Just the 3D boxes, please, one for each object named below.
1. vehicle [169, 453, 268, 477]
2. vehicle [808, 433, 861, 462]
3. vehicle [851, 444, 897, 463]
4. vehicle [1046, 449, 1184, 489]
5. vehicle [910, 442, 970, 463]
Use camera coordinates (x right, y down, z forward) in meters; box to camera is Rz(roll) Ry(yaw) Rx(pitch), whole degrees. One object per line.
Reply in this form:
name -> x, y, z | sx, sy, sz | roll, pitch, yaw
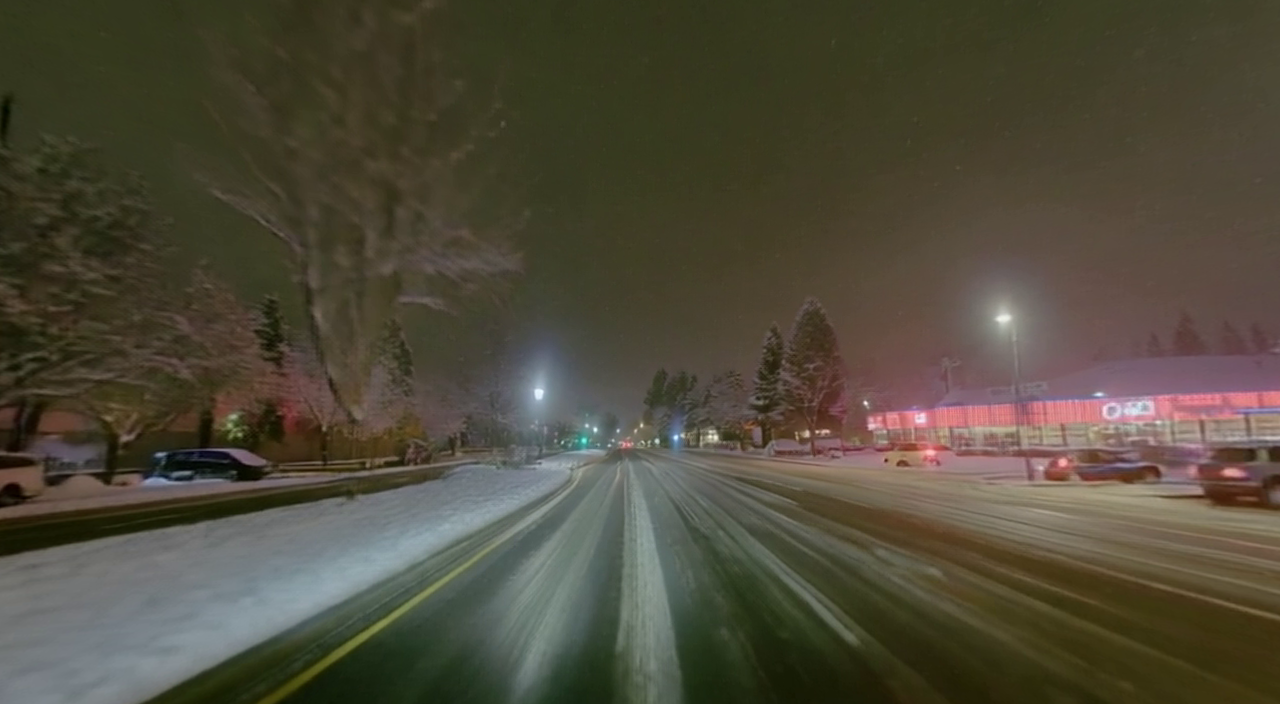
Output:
vehicle -> -26.869, 7.202, 40.404 | 4.777, 1.469, 1.937 | 0, -9, -5
vehicle -> 14.710, 7.305, 48.105 | 2.235, 2.016, 5.481 | -2, -9, 0
vehicle -> 17.710, 7.697, 48.038 | 1.873, 1.383, 3.754 | 0, -9, -3
vehicle -> 20.782, 5.125, 27.794 | 4.423, 1.633, 2.010 | 0, -9, 0
vehicle -> 22.492, 7.602, 47.540 | 1.791, 1.458, 4.316 | 0, -10, -11
